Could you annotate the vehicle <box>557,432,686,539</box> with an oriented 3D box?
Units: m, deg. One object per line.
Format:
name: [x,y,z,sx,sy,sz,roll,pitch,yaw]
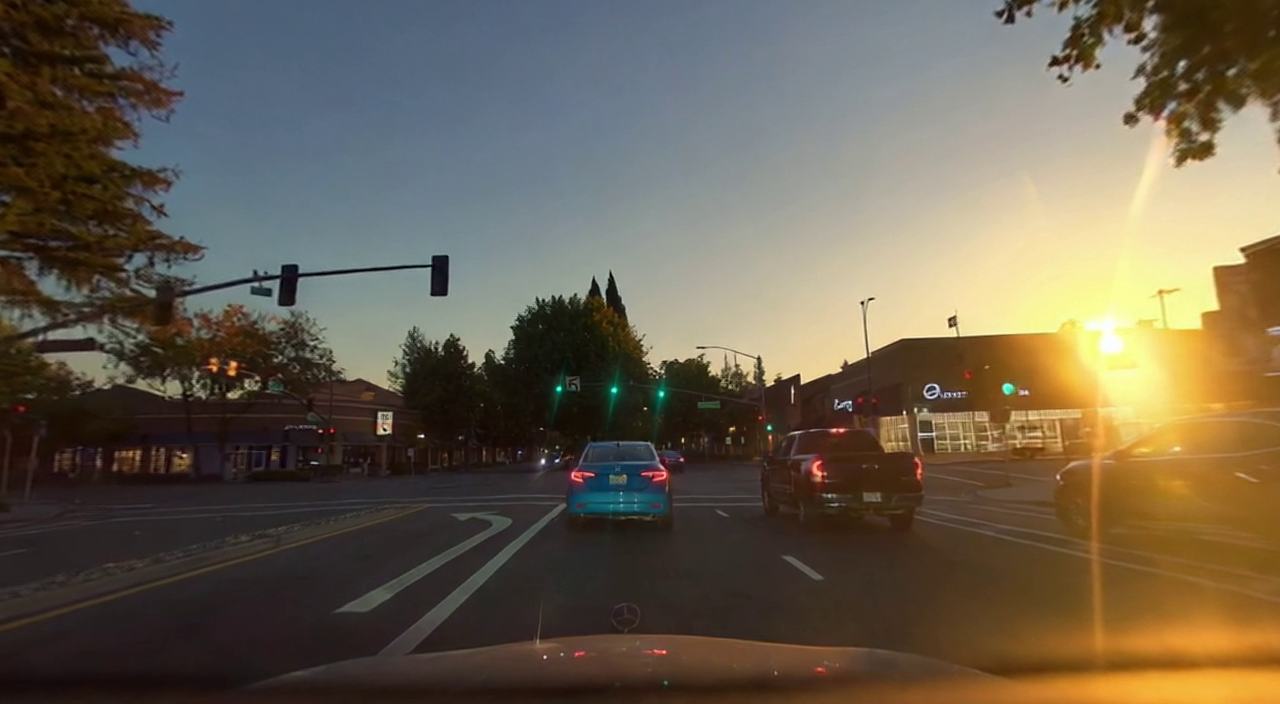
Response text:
vehicle: [-0.316,2.393,11.943,2.037,1.674,3.693,0,-8,-1]

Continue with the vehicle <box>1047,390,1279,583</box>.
vehicle: [7.547,1.436,6.940,2.240,1.923,5.678,0,-8,-1]

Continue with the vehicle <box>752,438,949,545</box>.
vehicle: [3.530,2.400,11.678,1.955,1.550,4.587,0,-8,-1]
